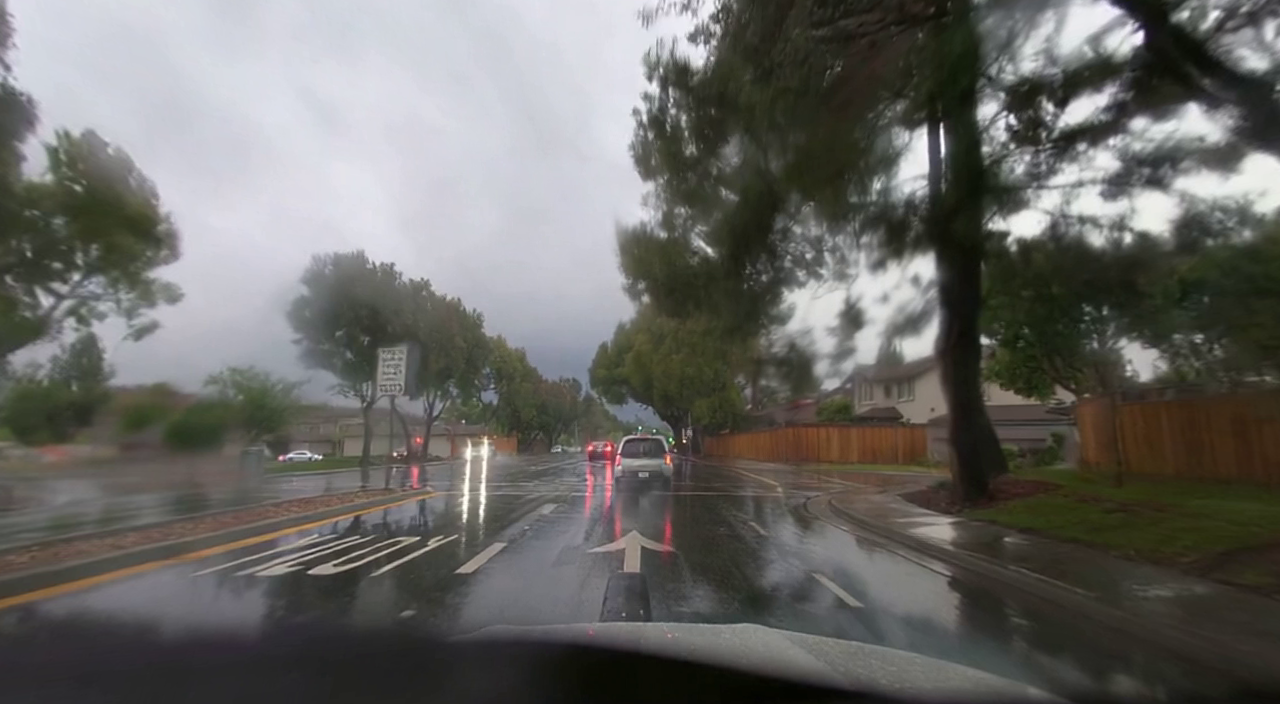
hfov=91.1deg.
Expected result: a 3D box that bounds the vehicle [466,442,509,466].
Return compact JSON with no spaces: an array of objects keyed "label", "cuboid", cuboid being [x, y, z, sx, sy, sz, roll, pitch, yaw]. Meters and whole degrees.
[{"label":"vehicle","cuboid":[-11.292,7.553,46.829,2.103,1.679,4.199,0,-8,1]}]

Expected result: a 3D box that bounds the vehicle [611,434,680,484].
[{"label":"vehicle","cuboid":[0.235,3.869,23.033,2.290,1.653,4.127,0,-8,1]}]

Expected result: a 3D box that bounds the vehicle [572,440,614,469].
[{"label":"vehicle","cuboid":[-2.850,6.364,39.423,2.067,1.546,4.988,2,-7,2]}]
